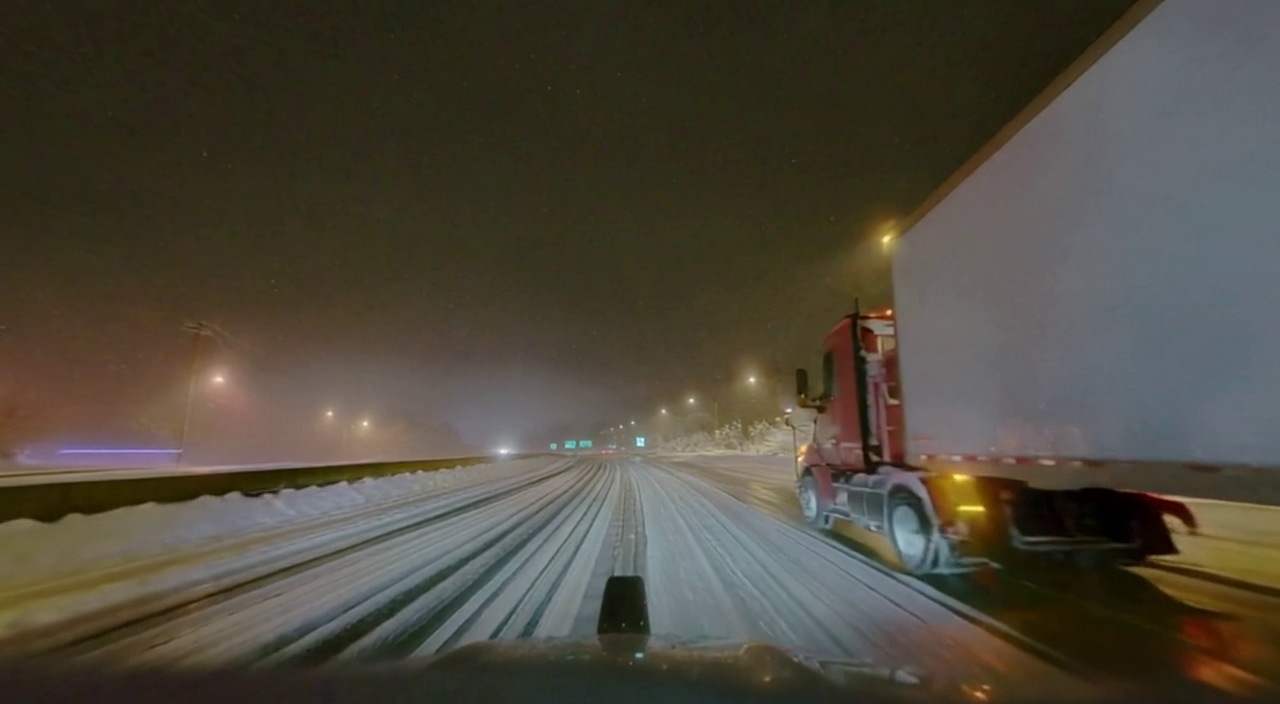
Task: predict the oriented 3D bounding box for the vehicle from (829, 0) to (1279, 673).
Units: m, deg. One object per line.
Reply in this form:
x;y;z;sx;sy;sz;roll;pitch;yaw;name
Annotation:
5.330;-0.001;5.252;2.932;4.205;18.253;0;-8;3;vehicle
